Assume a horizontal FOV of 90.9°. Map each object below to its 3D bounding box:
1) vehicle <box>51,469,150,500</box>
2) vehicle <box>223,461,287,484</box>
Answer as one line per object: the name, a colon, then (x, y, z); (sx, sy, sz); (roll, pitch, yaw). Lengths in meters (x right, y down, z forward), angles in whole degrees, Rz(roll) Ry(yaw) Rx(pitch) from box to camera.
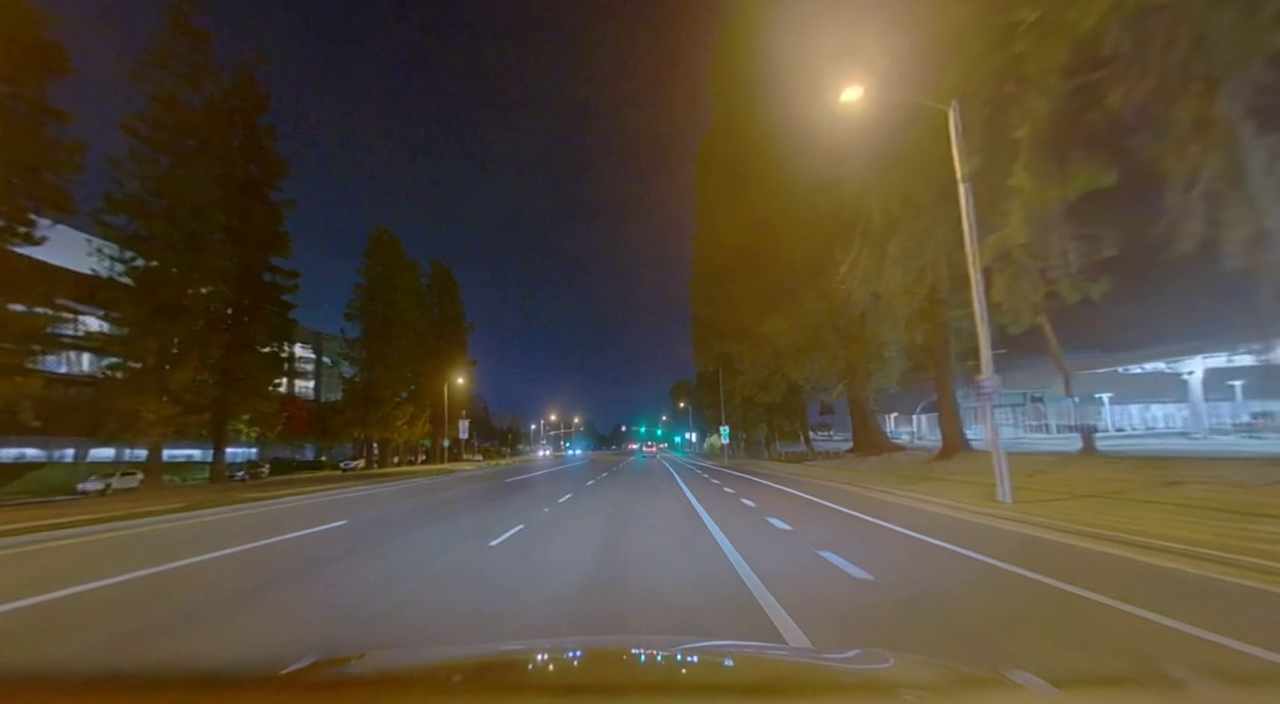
vehicle: (-29.867, 7.312, 35.072); (1.773, 1.468, 4.176); (0, -9, 0)
vehicle: (-29.818, 9.321, 48.968); (1.894, 1.552, 4.677); (0, -9, 2)
